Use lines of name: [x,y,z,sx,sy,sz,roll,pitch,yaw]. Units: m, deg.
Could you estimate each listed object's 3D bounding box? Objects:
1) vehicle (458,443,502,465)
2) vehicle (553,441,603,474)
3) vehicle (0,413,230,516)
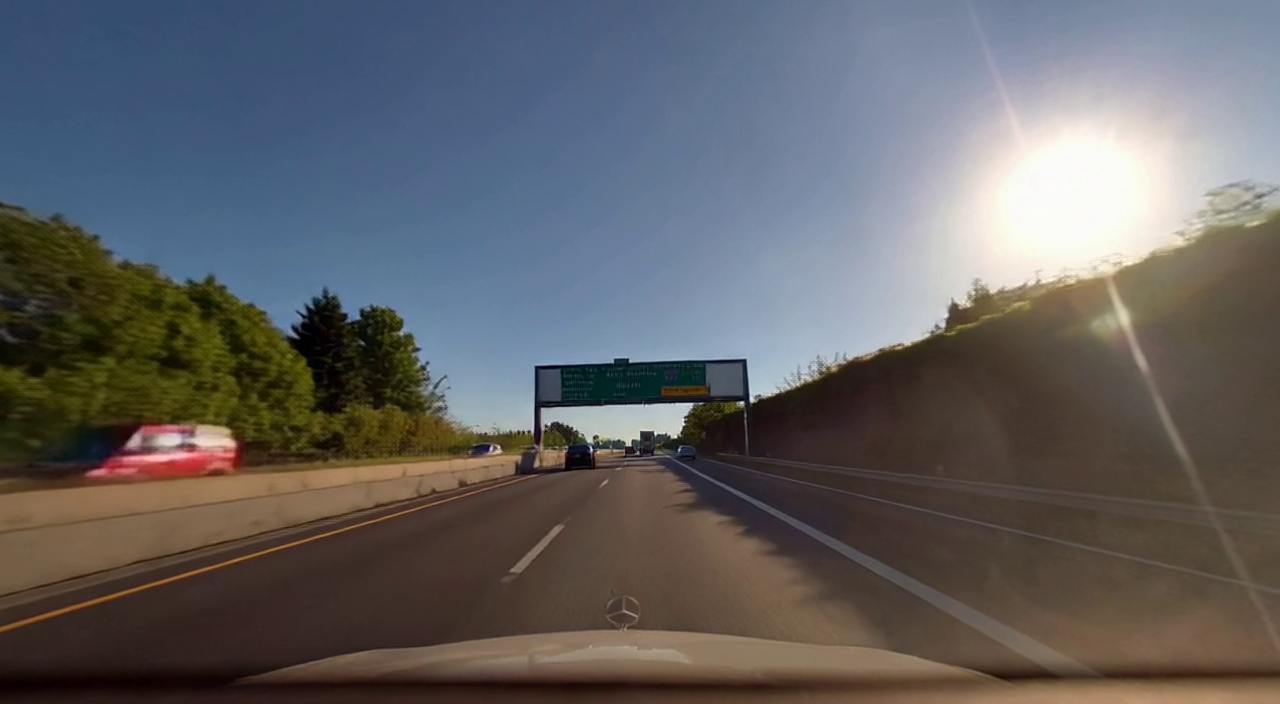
vehicle: [-12.002,7.656,47.578,2.010,1.546,4.735,0,-9,1]
vehicle: [-3.001,5.238,31.506,2.020,1.475,4.434,0,-9,1]
vehicle: [-11.972,2.460,14.205,2.075,1.873,4.972,0,-9,1]
